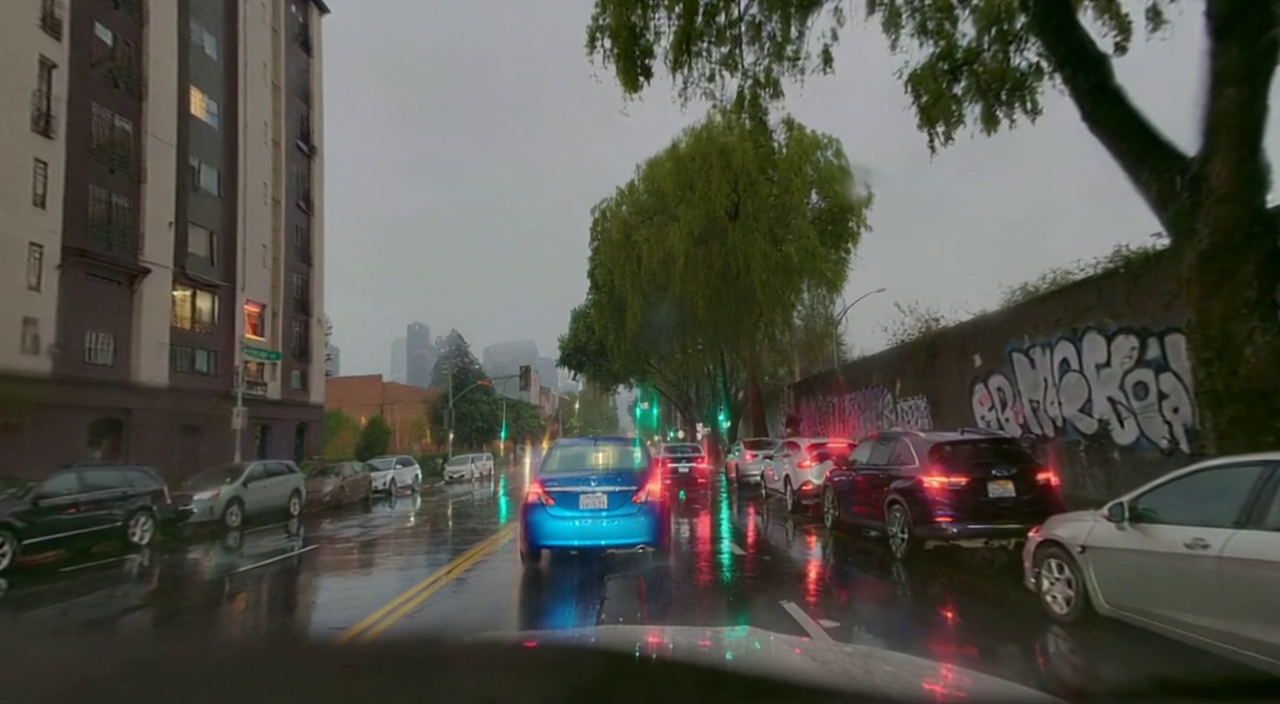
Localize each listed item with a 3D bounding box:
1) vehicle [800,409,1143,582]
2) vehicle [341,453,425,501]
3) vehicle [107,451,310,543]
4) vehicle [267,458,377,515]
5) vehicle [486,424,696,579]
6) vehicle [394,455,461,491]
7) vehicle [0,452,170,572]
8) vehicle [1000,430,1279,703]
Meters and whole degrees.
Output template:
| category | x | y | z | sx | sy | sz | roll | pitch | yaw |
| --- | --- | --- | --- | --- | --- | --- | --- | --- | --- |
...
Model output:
| category | x | y | z | sx | sy | sz | roll | pitch | yaw |
| --- | --- | --- | --- | --- | --- | --- | --- | --- | --- |
| vehicle | 4.197 | 1.903 | 9.371 | 2.097 | 1.811 | 5.230 | 0 | -8 | -2 |
| vehicle | -11.053 | 5.351 | 27.443 | 1.822 | 1.639 | 4.144 | -8 | -8 | -1 |
| vehicle | -10.918 | 3.610 | 16.480 | 2.276 | 1.741 | 4.439 | -7 | -8 | -1 |
| vehicle | -10.986 | 4.616 | 22.154 | 1.741 | 1.506 | 4.370 | -5 | -8 | -3 |
| vehicle | -0.514 | 1.870 | 8.748 | 2.166 | 1.579 | 4.300 | 0 | -8 | 0 |
| vehicle | -11.114 | 6.317 | 33.335 | 1.931 | 1.499 | 4.645 | -6 | -8 | -2 |
| vehicle | -10.870 | 2.771 | 10.949 | 1.988 | 1.781 | 4.827 | -6 | -8 | -3 |
| vehicle | 4.209 | 1.232 | 3.317 | 1.955 | 1.535 | 4.266 | 3 | -9 | -3 |
